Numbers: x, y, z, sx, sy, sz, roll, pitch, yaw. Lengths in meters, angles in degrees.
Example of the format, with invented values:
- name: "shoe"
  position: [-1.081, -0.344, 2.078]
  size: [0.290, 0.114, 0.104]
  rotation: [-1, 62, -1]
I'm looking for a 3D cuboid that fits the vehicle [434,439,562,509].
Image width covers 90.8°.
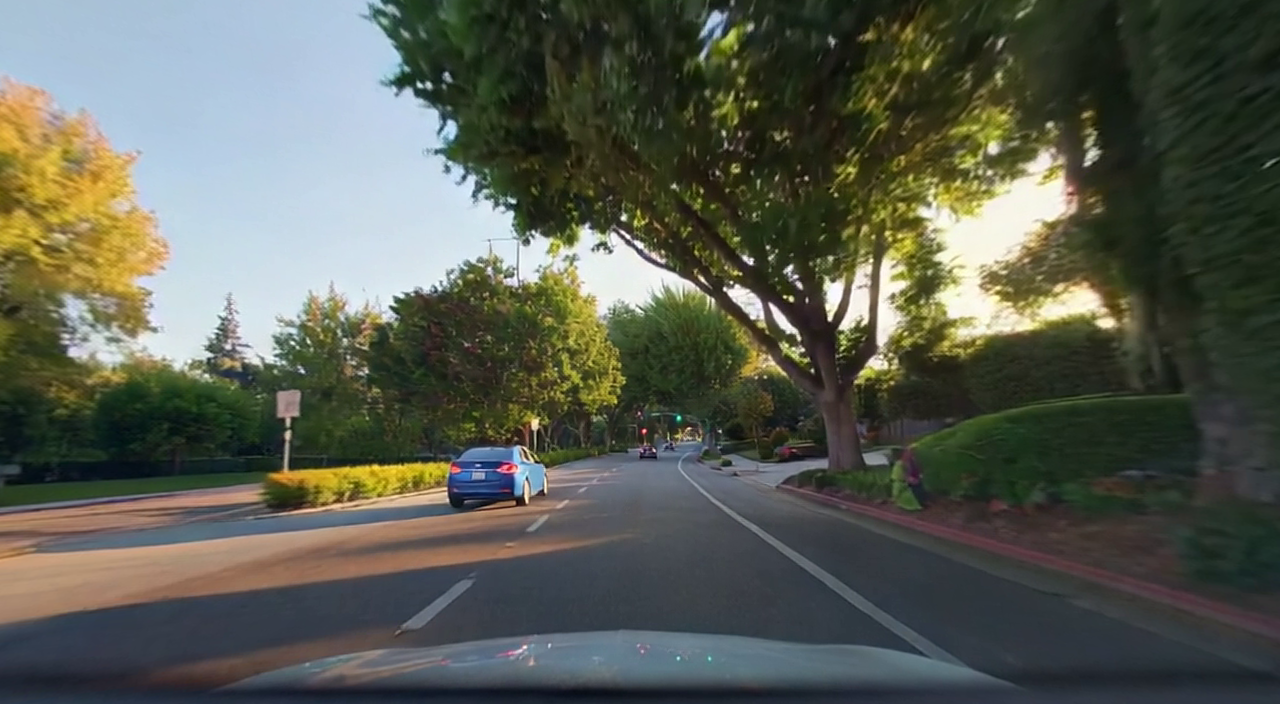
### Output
- name: "vehicle"
  position: [-3.322, 2.959, 15.864]
  size: [2.038, 1.486, 4.678]
  rotation: [0, -9, 1]
